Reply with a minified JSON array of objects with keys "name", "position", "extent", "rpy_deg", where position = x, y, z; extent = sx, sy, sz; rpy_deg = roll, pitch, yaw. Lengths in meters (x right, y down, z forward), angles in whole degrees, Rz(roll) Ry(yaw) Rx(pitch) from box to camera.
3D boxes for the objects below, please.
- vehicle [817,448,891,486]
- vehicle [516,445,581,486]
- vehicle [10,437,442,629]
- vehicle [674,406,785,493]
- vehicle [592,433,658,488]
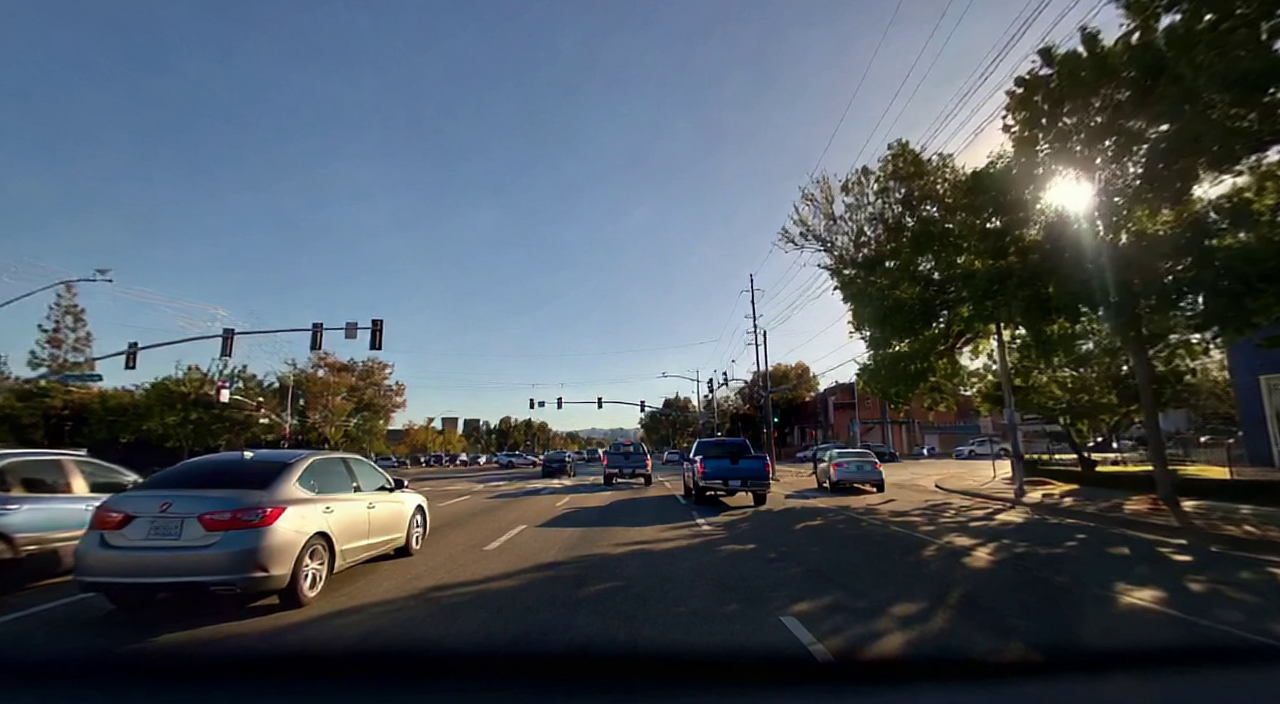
[{"name":"vehicle","position":[9.052,4.884,27.096],"extent":[2.212,1.466,4.126],"rpy_deg":[-1,-9,8]},{"name":"vehicle","position":[-4.175,5.258,29.627],"extent":[2.273,1.749,4.385],"rpy_deg":[0,-9,1]},{"name":"vehicle","position":[-3.979,1.769,7.295],"extent":[1.939,1.494,4.499],"rpy_deg":[0,-9,0]},{"name":"vehicle","position":[2.931,3.502,22.816],"extent":[2.905,2.636,6.895],"rpy_deg":[0,-9,-1]},{"name":"vehicle","position":[-0.560,4.752,28.042],"extent":[2.643,2.145,5.585],"rpy_deg":[0,-8,1]}]
